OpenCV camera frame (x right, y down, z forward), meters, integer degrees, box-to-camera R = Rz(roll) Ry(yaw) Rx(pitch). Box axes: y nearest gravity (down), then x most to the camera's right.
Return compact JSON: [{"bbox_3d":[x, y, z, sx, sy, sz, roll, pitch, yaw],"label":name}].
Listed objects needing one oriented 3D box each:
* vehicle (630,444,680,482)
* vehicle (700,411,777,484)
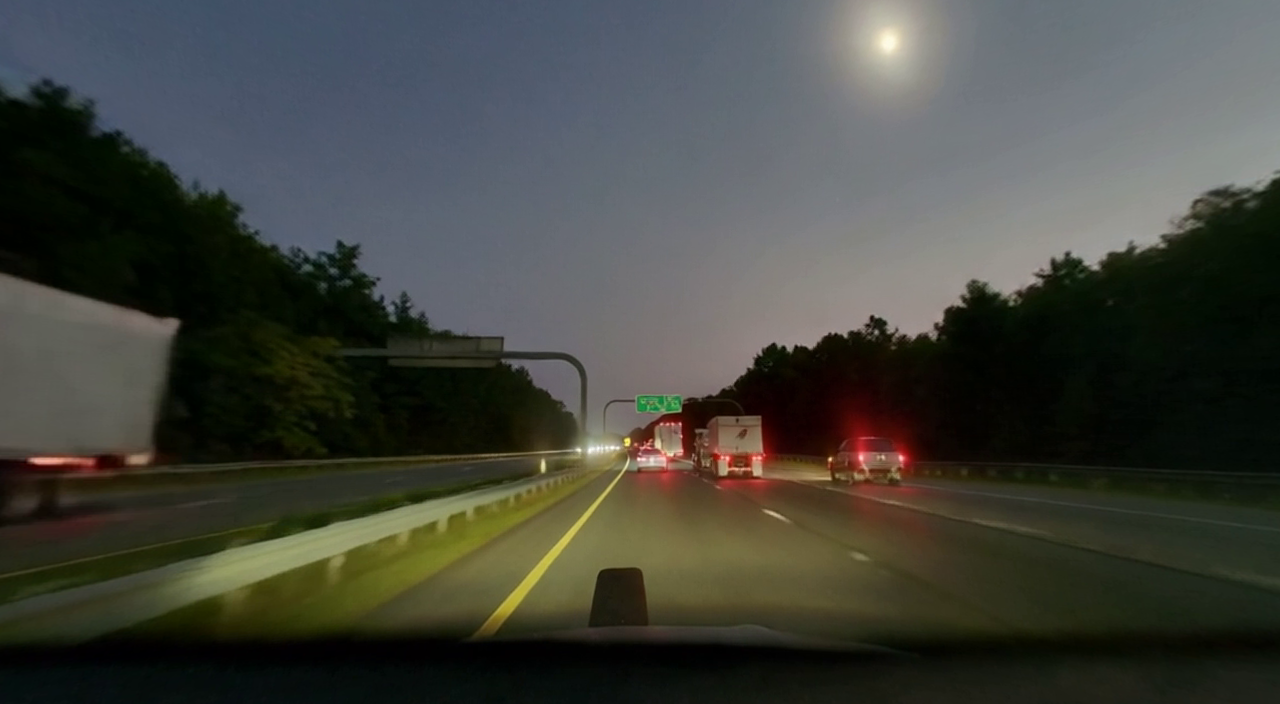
[{"bbox_3d":[0.602,4.885,28.017,2.069,1.523,4.012,0,-9,-1],"label":"vehicle"},{"bbox_3d":[4.835,4.889,32.460,2.600,3.282,7.635,0,-9,-1],"label":"vehicle"}]
